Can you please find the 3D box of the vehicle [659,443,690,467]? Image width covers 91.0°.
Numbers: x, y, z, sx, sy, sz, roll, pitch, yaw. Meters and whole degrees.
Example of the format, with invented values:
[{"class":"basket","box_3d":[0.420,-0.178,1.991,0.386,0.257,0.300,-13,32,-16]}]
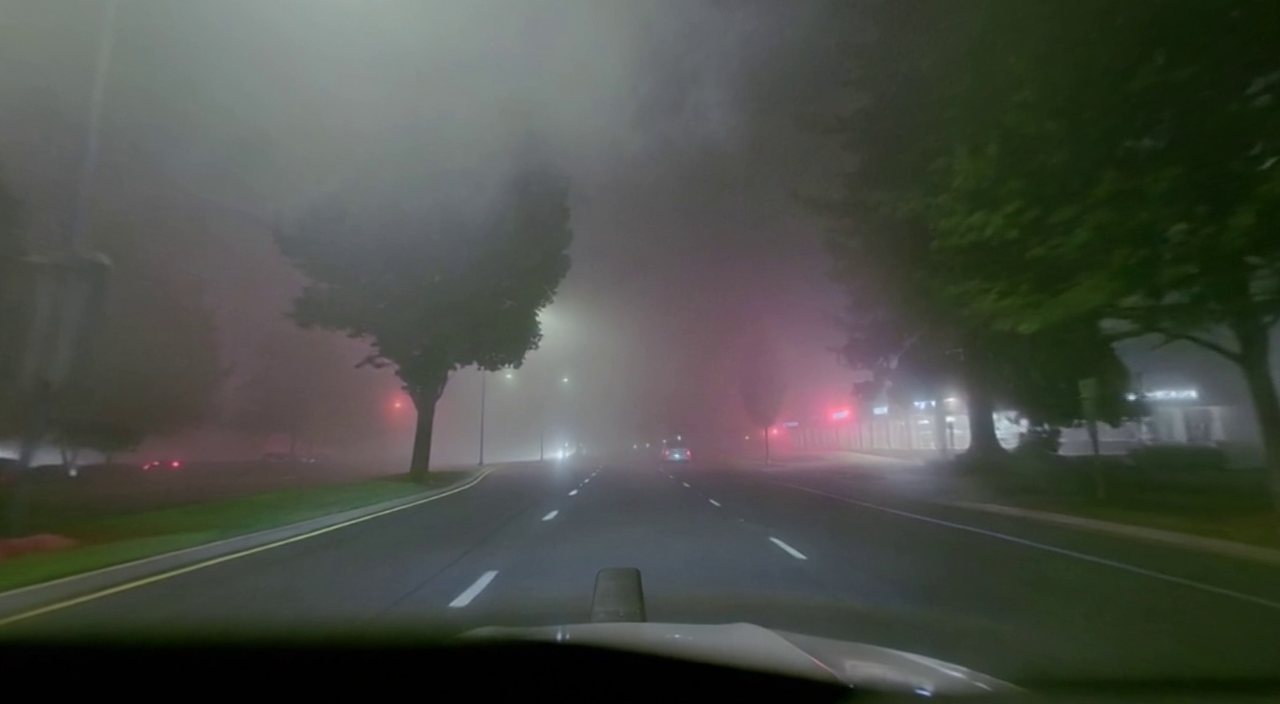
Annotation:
[{"class":"vehicle","box_3d":[2.568,7.813,47.763,2.020,1.681,4.248,0,-9,-2]}]
